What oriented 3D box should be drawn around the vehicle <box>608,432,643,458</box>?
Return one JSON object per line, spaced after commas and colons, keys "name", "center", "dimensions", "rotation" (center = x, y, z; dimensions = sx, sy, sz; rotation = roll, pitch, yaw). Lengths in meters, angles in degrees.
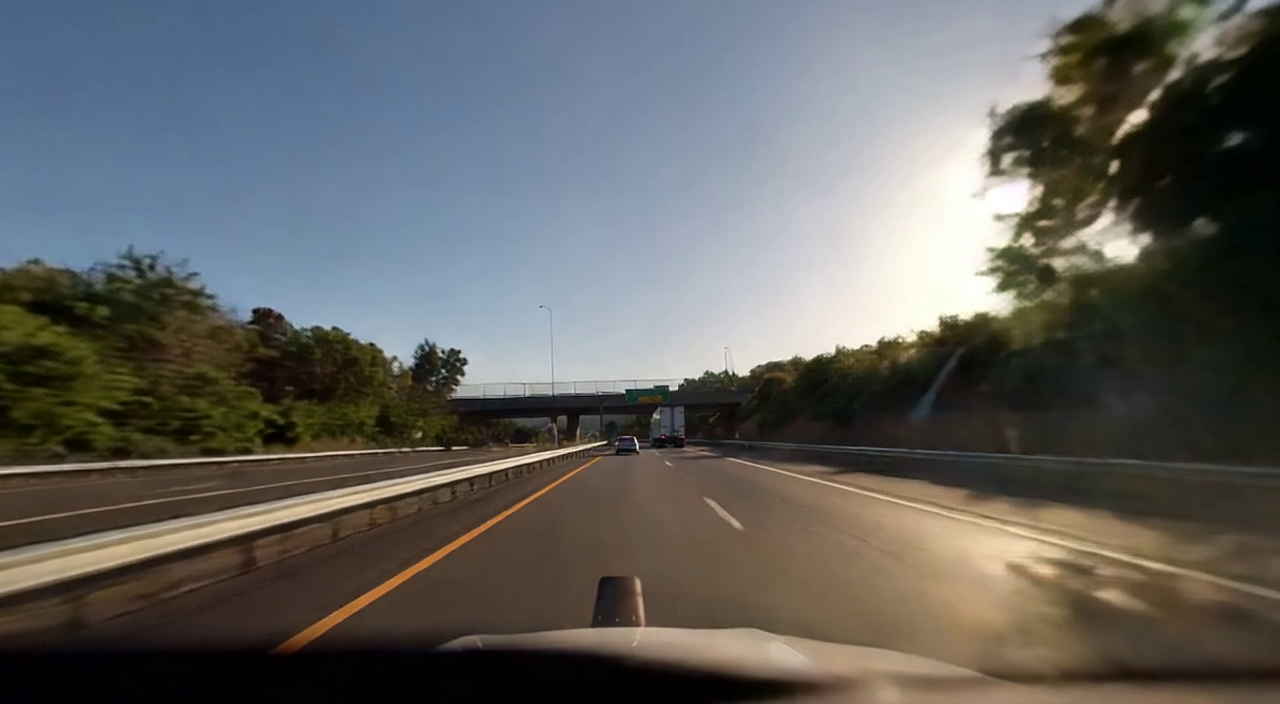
{"name": "vehicle", "center": [-0.874, 5.867, 39.778], "dimensions": [2.095, 1.557, 3.963], "rotation": [0, -8, -1]}
